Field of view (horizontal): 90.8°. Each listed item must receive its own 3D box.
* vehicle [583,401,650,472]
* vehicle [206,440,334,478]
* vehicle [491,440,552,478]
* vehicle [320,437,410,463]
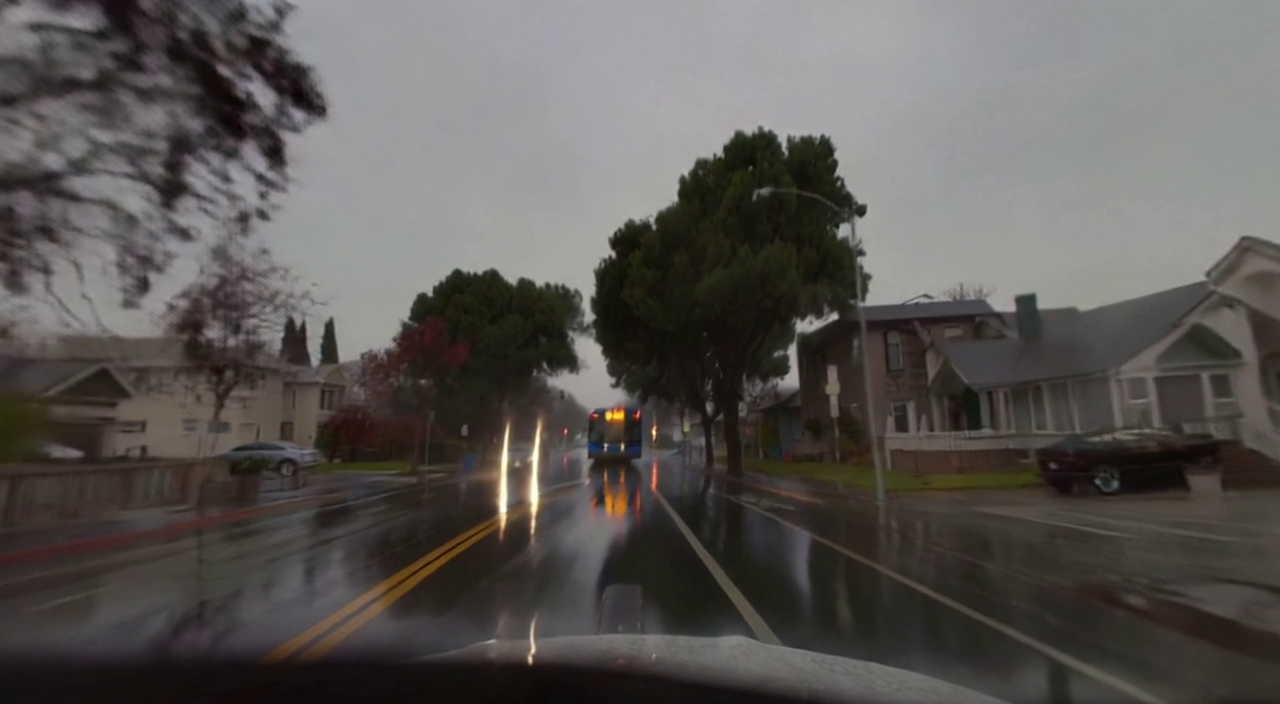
[{"bbox_3d":[-1.164,4.946,36.724,3.031,3.200,13.052,3,-8,0],"label":"vehicle"},{"bbox_3d":[-16.352,4.738,28.111,4.481,1.591,1.807,0,-8,-3],"label":"vehicle"},{"bbox_3d":[-4.974,4.544,27.041,1.925,1.489,4.235,0,-8,-2],"label":"vehicle"},{"bbox_3d":[-17.279,6.215,39.903,4.778,1.565,1.919,0,-11,-2],"label":"vehicle"}]
